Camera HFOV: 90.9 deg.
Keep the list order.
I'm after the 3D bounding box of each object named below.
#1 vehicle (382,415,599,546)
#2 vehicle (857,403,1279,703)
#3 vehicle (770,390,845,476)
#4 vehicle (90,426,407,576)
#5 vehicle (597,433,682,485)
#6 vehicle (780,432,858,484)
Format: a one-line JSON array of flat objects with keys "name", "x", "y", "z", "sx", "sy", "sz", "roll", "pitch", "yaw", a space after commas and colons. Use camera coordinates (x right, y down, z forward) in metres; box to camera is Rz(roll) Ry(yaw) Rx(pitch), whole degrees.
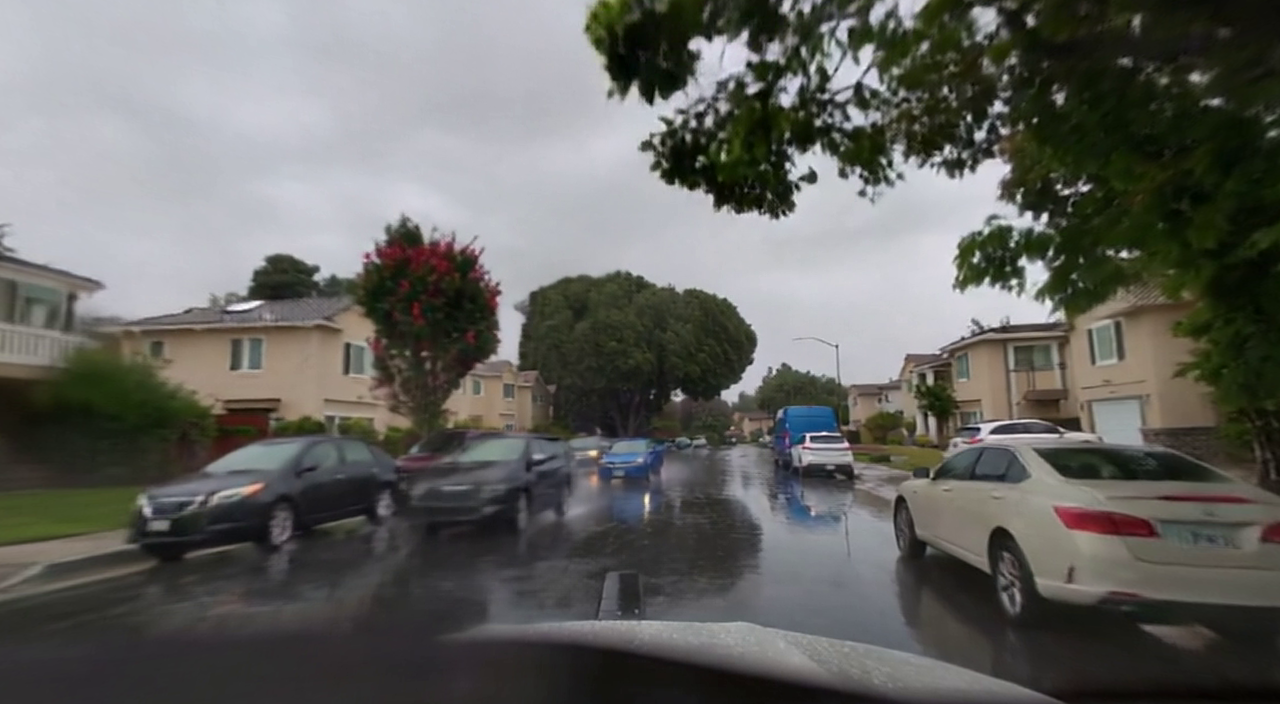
[{"name": "vehicle", "x": -2.134, "y": 1.966, "z": 10.452, "sx": 1.959, "sy": 1.670, "sz": 4.255, "roll": -2, "pitch": -8, "yaw": 10}, {"name": "vehicle", "x": 3.439, "y": 1.326, "z": 5.562, "sx": 2.052, "sy": 1.499, "sz": 4.699, "roll": -1, "pitch": -8, "yaw": 9}, {"name": "vehicle", "x": 6.745, "y": 3.379, "z": 26.154, "sx": 2.317, "sy": 3.096, "sz": 6.383, "roll": -1, "pitch": -8, "yaw": 9}, {"name": "vehicle", "x": -4.997, "y": 1.857, "z": 8.791, "sx": 1.828, "sy": 1.488, "sz": 3.785, "roll": -3, "pitch": -6, "yaw": 5}, {"name": "vehicle", "x": 0.088, "y": 3.401, "z": 20.477, "sx": 1.889, "sy": 1.505, "sz": 3.849, "roll": -2, "pitch": -8, "yaw": 13}, {"name": "vehicle", "x": 5.748, "y": 3.404, "z": 20.766, "sx": 1.955, "sy": 1.500, "sz": 4.410, "roll": -1, "pitch": -8, "yaw": 9}]
